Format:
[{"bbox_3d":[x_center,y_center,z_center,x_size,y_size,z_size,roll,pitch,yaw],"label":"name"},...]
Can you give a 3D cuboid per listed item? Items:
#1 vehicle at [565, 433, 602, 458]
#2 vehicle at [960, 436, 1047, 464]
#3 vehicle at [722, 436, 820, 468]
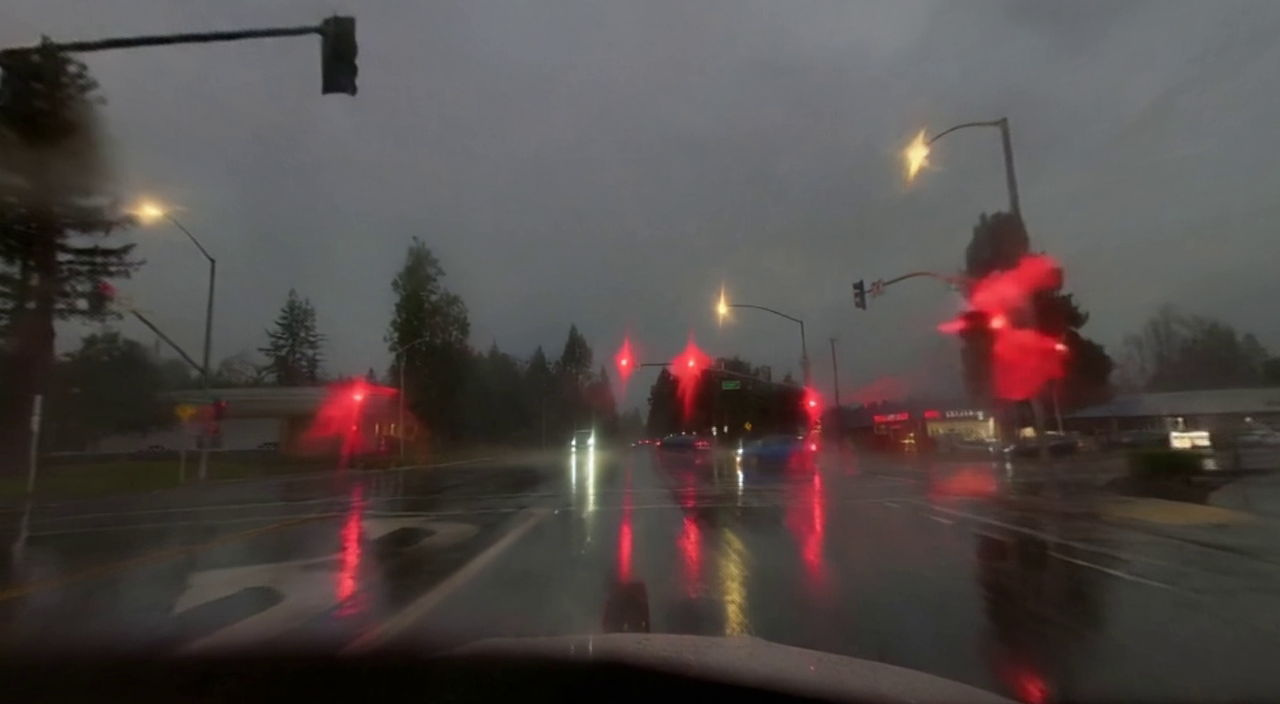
[{"bbox_3d":[-3.794,6.393,43.195,2.140,1.638,4.259,0,-8,0],"label":"vehicle"},{"bbox_3d":[21.024,5.673,36.464,4.377,1.523,1.877,3,-9,-19],"label":"vehicle"},{"bbox_3d":[6.543,4.962,31.385,4.528,1.482,1.864,4,-9,-26],"label":"vehicle"}]
